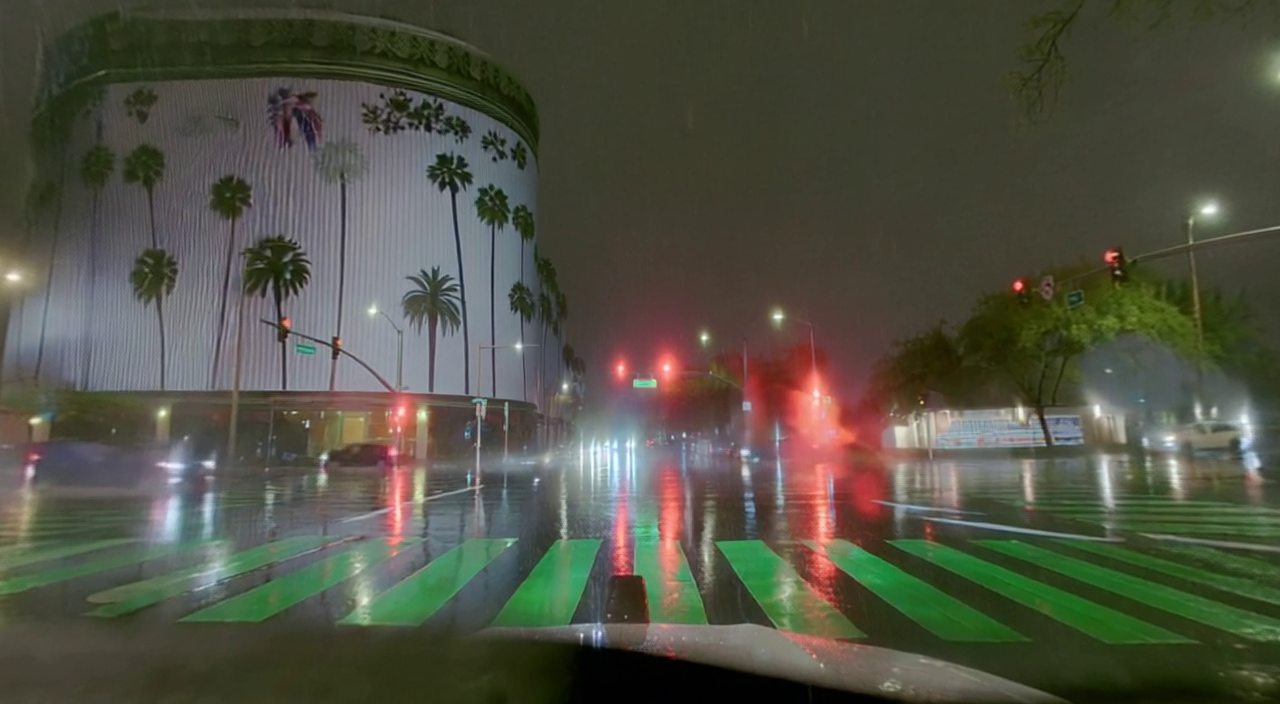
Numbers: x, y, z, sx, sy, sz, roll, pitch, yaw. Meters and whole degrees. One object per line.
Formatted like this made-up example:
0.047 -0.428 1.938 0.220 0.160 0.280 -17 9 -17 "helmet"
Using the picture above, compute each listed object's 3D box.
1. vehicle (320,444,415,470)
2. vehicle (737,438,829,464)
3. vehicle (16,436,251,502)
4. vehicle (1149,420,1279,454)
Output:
-16.063 6.216 37.362 4.784 1.465 1.798 0 -8 0 "vehicle"
8.285 5.753 36.763 4.893 1.458 1.791 0 -8 0 "vehicle"
-13.822 3.192 17.398 4.875 1.669 1.953 -1 -8 3 "vehicle"
33.447 4.983 36.787 5.477 1.880 2.125 0 -8 1 "vehicle"
